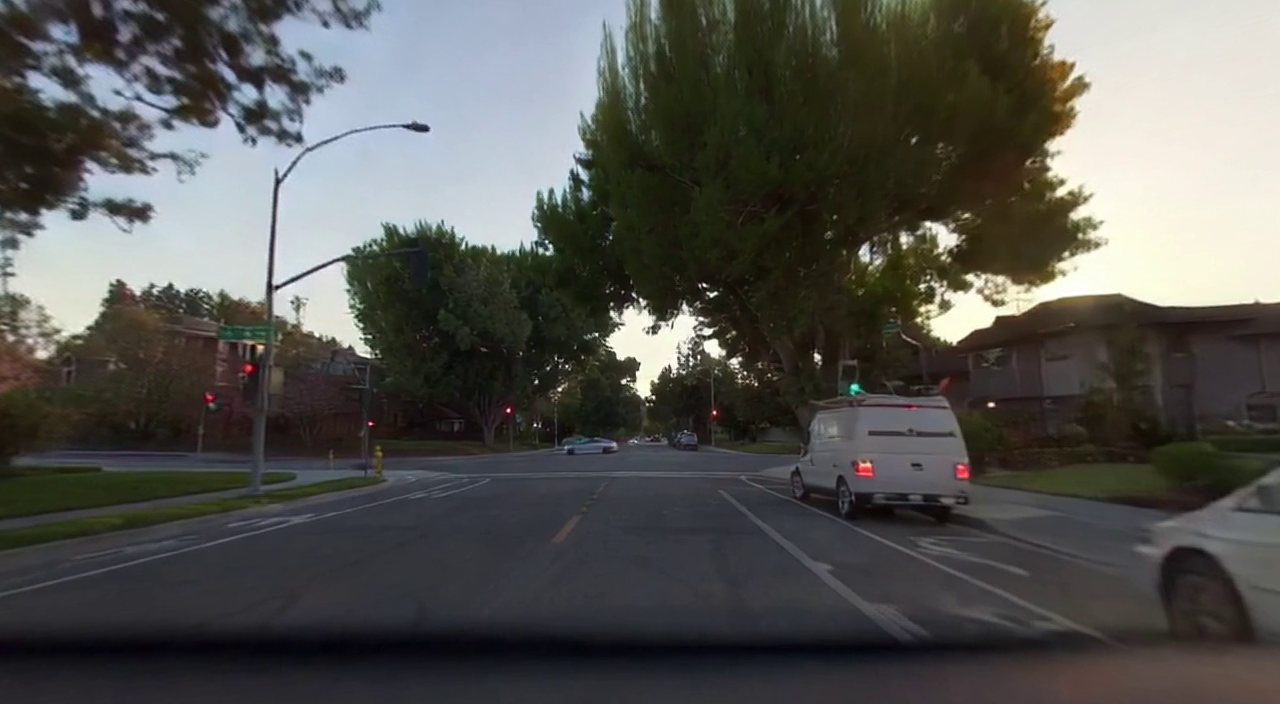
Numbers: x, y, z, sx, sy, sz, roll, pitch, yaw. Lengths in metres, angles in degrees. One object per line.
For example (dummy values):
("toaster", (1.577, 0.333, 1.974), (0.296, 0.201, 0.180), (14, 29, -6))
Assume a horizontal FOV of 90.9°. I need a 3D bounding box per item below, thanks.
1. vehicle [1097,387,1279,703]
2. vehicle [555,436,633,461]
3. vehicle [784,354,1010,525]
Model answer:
("vehicle", (4.560, 0.891, 2.313), (2.202, 1.712, 4.813), (0, -8, 1))
("vehicle", (-2.817, 5.976, 39.044), (4.606, 1.452, 1.917), (-1, -8, 3))
("vehicle", (4.780, 1.772, 12.851), (2.398, 2.806, 4.857), (0, -8, -1))
